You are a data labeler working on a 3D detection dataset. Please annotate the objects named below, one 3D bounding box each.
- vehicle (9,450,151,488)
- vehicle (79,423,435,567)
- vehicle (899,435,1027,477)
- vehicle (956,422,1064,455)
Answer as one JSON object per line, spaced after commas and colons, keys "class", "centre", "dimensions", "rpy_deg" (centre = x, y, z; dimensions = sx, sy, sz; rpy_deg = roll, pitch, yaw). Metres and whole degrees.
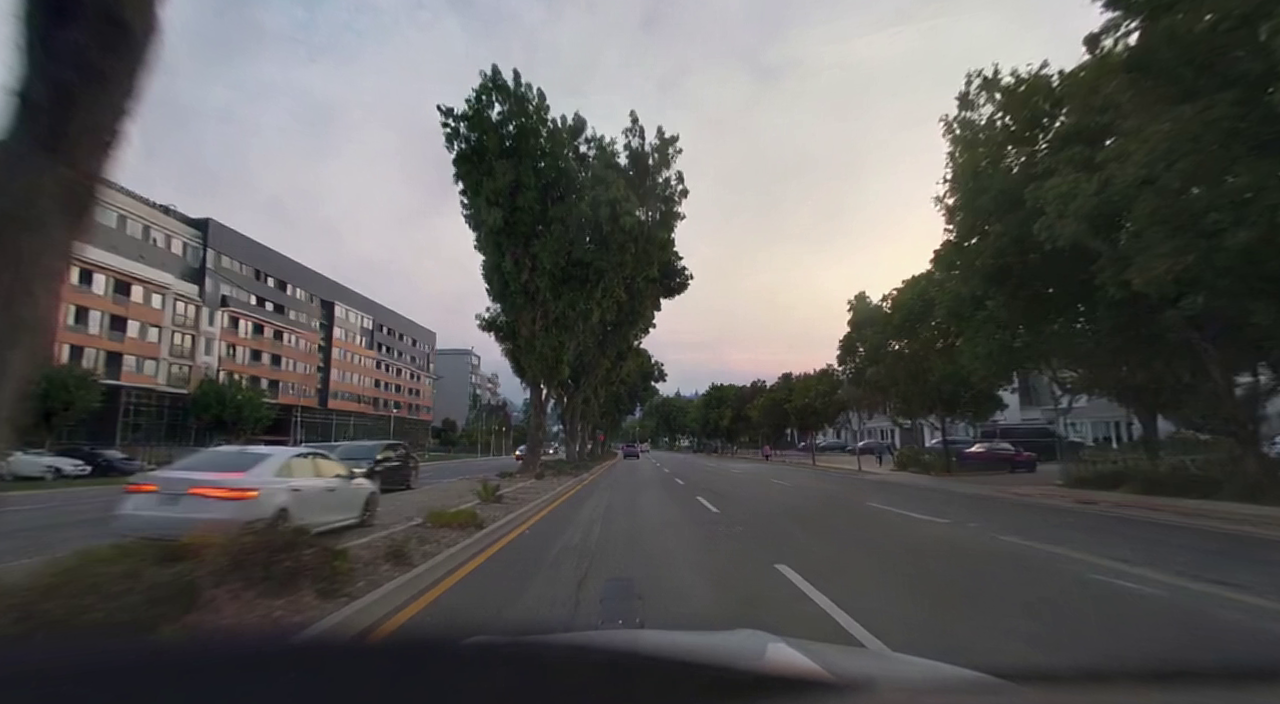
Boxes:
{"class": "vehicle", "centre": [-24.368, 5.073, 27.628], "dimensions": [4.252, 1.576, 1.998], "rpy_deg": [0, -9, 0]}
{"class": "vehicle", "centre": [-5.108, 1.988, 9.762], "dimensions": [2.140, 1.559, 5.549], "rpy_deg": [0, -9, -1]}
{"class": "vehicle", "centre": [14.973, 4.821, 29.445], "dimensions": [4.761, 1.832, 2.201], "rpy_deg": [1, -9, -7]}
{"class": "vehicle", "centre": [22.174, 5.256, 38.052], "dimensions": [2.308, 1.856, 4.987], "rpy_deg": [7, -11, -39]}
